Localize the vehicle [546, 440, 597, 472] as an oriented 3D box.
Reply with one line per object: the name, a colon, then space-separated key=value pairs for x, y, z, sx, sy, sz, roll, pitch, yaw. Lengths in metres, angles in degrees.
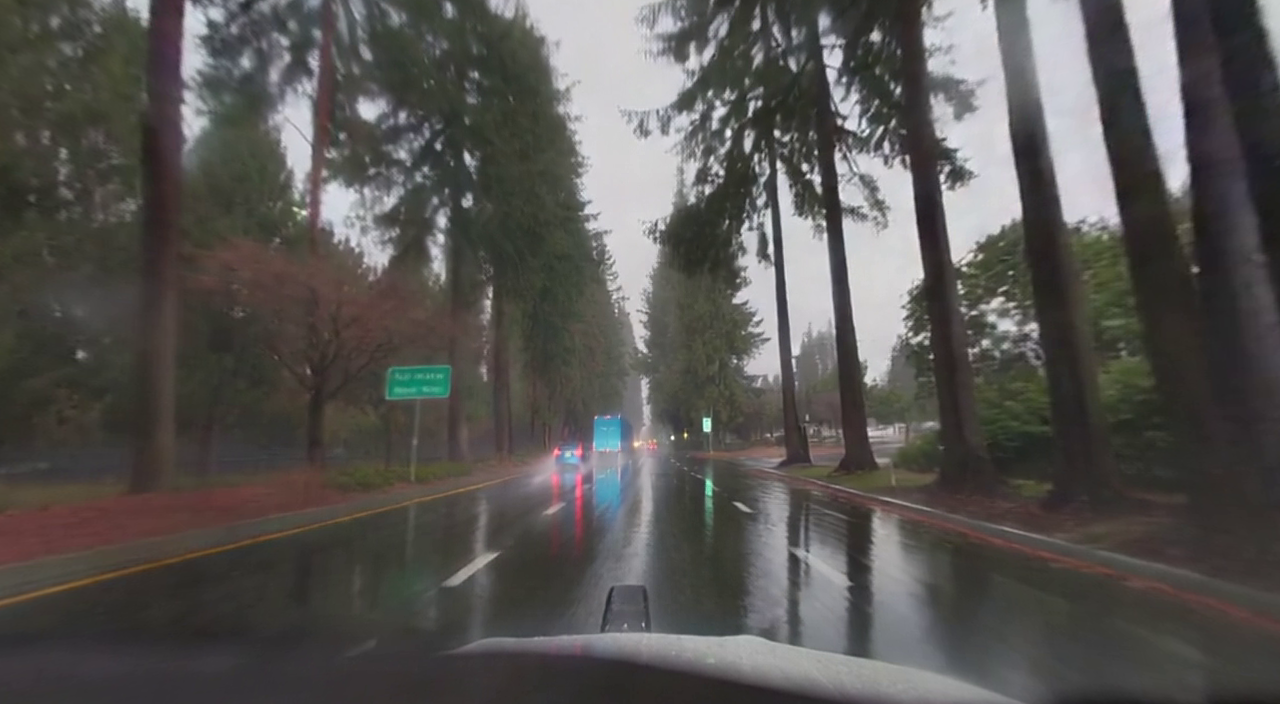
vehicle: x=-3.391 y=5.212 z=31.882 sx=2.005 sy=1.462 sz=4.345 roll=0 pitch=-8 yaw=1
